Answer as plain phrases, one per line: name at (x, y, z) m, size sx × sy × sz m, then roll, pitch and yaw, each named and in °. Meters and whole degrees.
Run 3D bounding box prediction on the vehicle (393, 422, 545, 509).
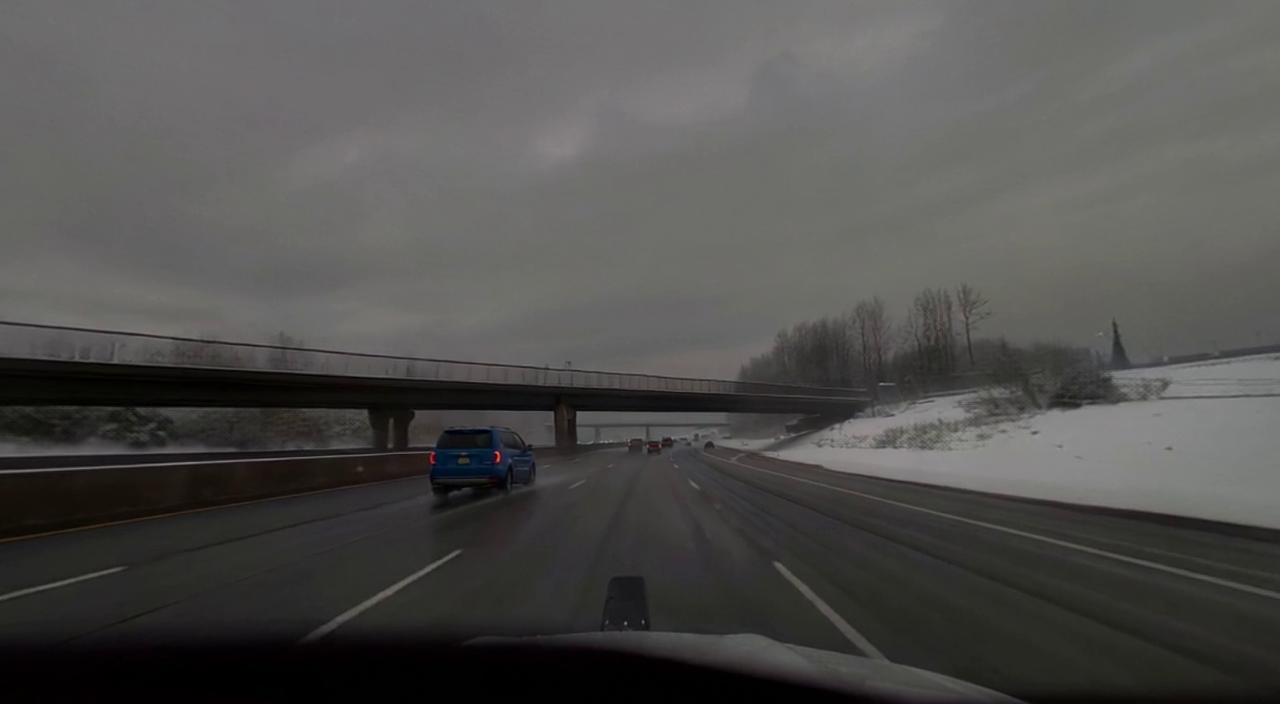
vehicle at (-3.725, 2.571, 14.687) m, size 2.177 × 1.707 × 4.432 m, roll 0°, pitch -8°, yaw 2°
